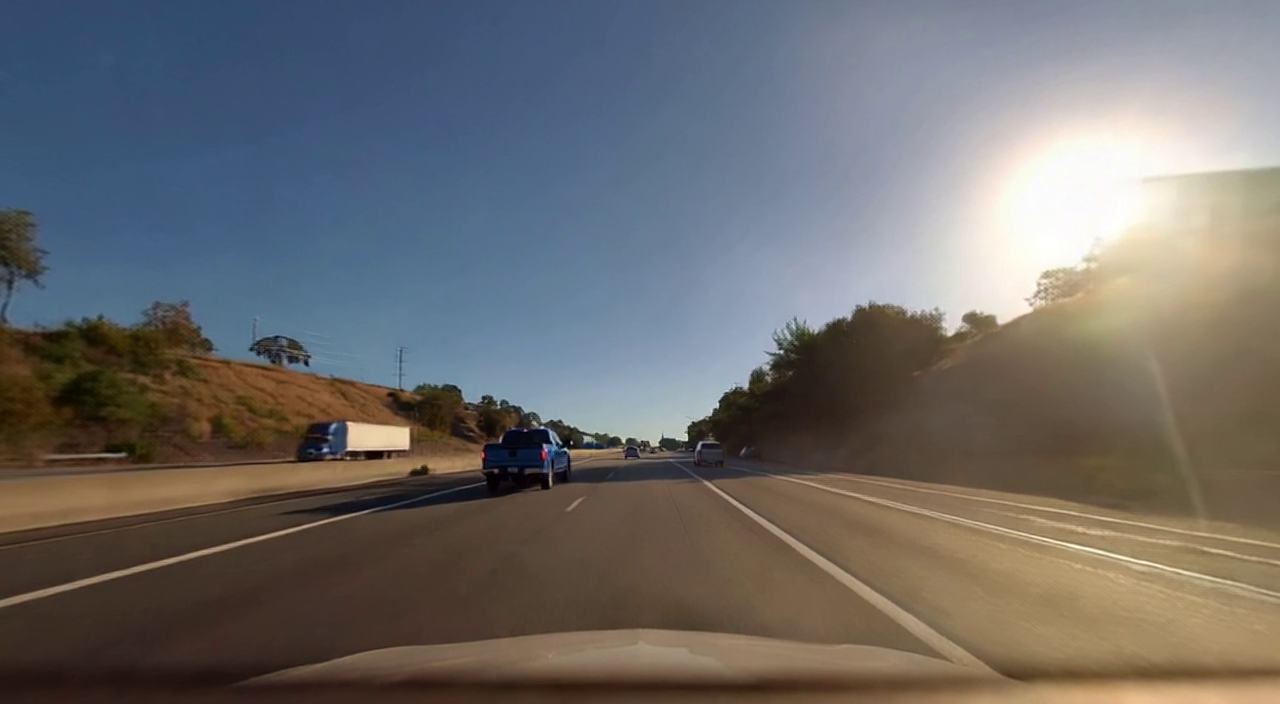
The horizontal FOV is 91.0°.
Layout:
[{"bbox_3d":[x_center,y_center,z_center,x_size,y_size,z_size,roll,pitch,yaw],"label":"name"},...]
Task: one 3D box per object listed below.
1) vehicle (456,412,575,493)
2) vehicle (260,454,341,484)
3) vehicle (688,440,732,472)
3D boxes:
[{"bbox_3d":[-3.759,3.248,20.585,2.496,2.203,6.317,0,-9,1],"label":"vehicle"},{"bbox_3d":[-20.041,6.897,37.424,1.921,1.534,4.767,0,-9,3],"label":"vehicle"},{"bbox_3d":[3.868,5.830,35.583,2.095,1.668,4.135,0,-9,1],"label":"vehicle"}]
